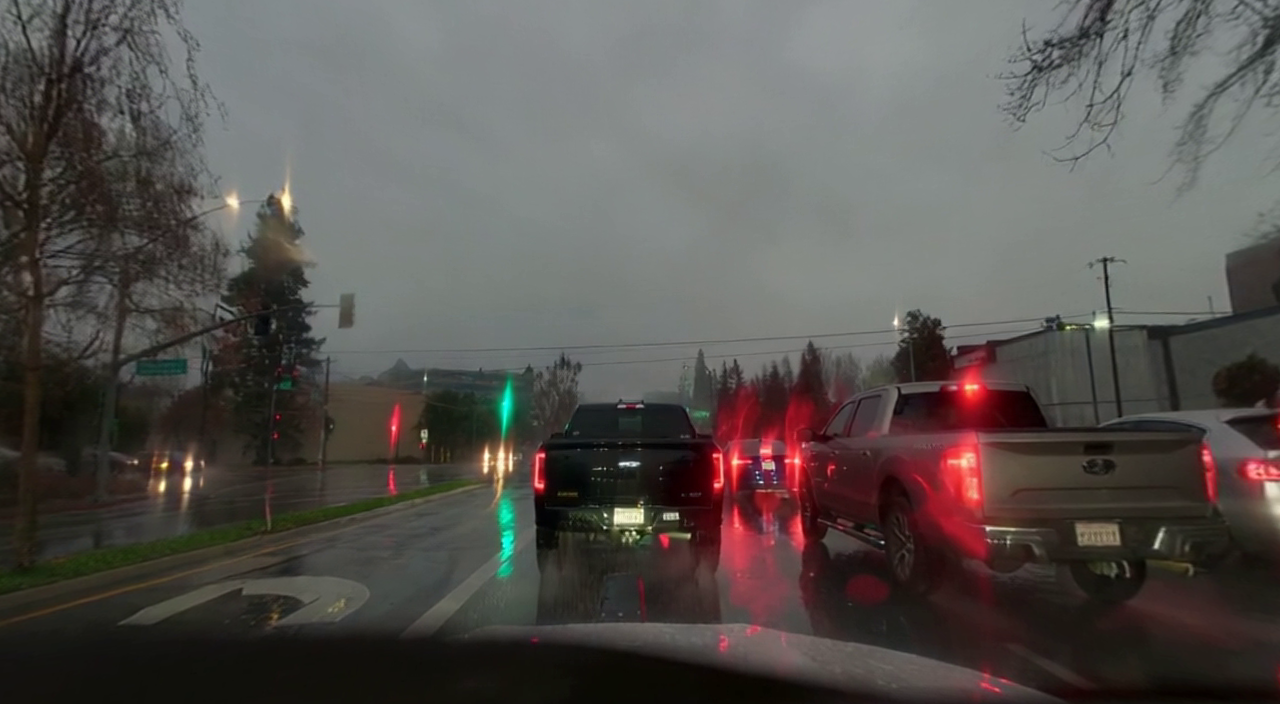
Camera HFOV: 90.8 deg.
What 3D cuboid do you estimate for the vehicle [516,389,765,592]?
[{"bbox_3d":[-0.056,1.620,8.293,2.240,1.821,5.001,0,-9,-1],"label":"vehicle"}]

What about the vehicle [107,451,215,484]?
[{"bbox_3d":[-26.383,6.360,34.989,4.437,1.669,1.936,5,-10,-30],"label":"vehicle"}]

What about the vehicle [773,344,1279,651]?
[{"bbox_3d":[3.325,1.334,6.936,2.412,1.953,5.682,0,-9,-1],"label":"vehicle"}]
